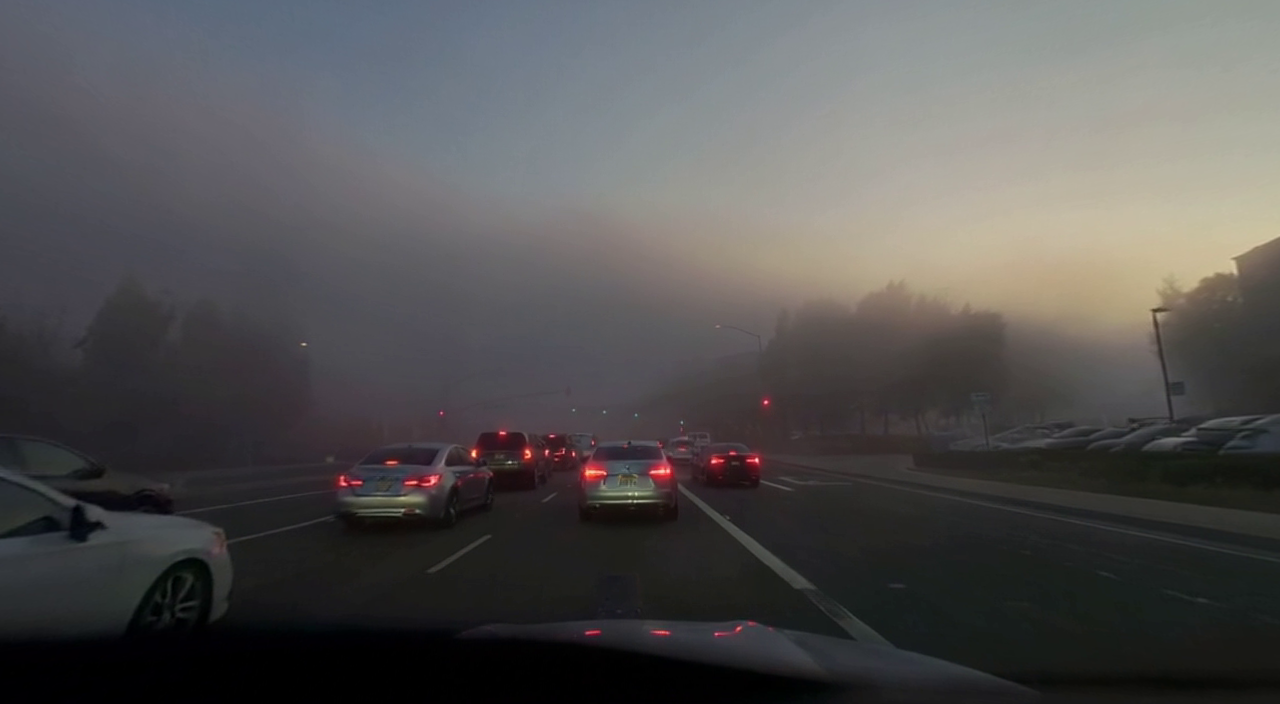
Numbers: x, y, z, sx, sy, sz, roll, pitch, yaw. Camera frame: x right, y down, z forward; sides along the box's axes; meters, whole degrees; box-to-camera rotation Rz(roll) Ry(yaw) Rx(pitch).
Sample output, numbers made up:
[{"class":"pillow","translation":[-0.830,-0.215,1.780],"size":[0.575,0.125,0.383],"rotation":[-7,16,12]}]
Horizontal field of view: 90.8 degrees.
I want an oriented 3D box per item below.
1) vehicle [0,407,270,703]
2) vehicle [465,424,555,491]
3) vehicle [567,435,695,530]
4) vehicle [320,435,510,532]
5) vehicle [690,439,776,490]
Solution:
[{"class":"vehicle","translation":[-3.711,0.934,2.351],"size":[2.052,1.475,4.341],"rotation":[0,-8,0]},{"class":"vehicle","translation":[-3.991,3.341,20.244],"size":[2.054,1.881,4.469],"rotation":[0,-8,-2]},{"class":"vehicle","translation":[-0.186,2.345,11.993],"size":[2.007,1.467,4.059],"rotation":[0,-8,-1]},{"class":"vehicle","translation":[-3.860,2.323,11.755],"size":[1.985,1.467,4.224],"rotation":[0,-9,0]},{"class":"vehicle","translation":[2.878,3.591,20.568],"size":[1.978,1.452,4.381],"rotation":[0,-8,-3]}]
